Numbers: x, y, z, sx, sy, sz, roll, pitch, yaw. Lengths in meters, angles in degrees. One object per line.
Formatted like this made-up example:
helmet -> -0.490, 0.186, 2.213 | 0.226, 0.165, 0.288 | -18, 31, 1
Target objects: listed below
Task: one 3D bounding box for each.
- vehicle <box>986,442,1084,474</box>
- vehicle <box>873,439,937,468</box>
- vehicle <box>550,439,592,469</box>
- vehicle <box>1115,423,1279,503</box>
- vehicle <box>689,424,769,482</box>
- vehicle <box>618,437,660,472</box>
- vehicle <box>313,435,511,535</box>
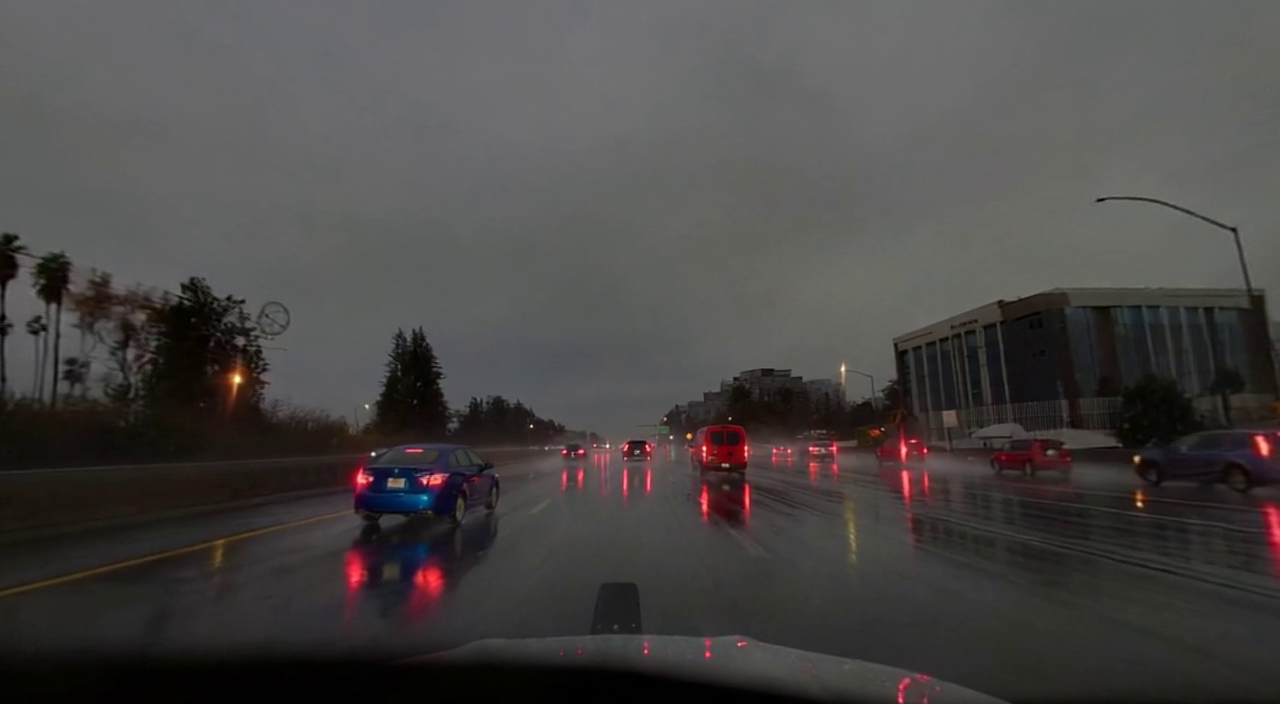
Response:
vehicle -> 19.792, 5.318, 31.945 | 2.020, 1.483, 4.779 | 0, -9, 2
vehicle -> 16.458, 6.333, 39.493 | 2.010, 1.721, 4.871 | 0, -9, 2
vehicle -> -4.342, 6.532, 40.528 | 2.109, 1.793, 4.613 | 0, -9, 1
vehicle -> 15.170, 2.796, 16.222 | 2.104, 1.746, 5.084 | 0, -9, 2
vehicle -> 3.410, 4.061, 25.562 | 2.250, 2.074, 5.723 | 0, -9, -2
vehicle -> -0.085, 5.672, 35.070 | 2.212, 1.786, 4.198 | 0, -9, -1
vehicle -> -3.848, 2.321, 11.649 | 1.991, 1.469, 4.381 | 0, -9, 0
